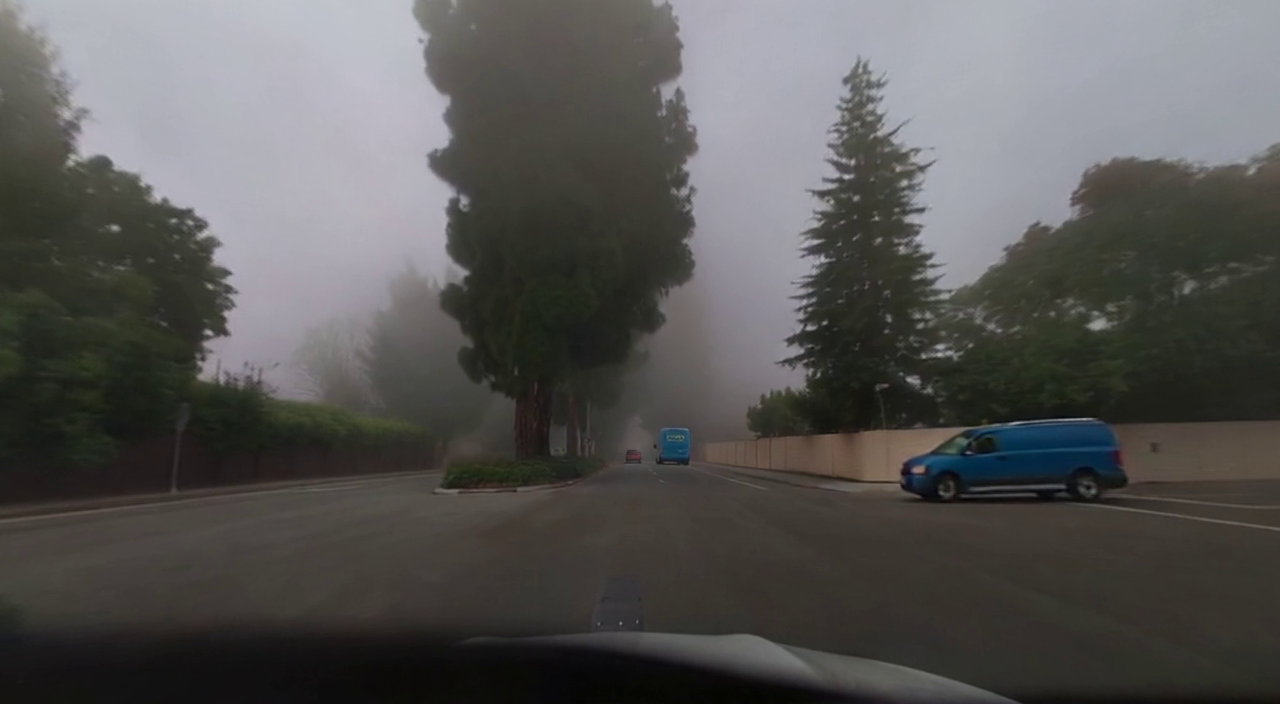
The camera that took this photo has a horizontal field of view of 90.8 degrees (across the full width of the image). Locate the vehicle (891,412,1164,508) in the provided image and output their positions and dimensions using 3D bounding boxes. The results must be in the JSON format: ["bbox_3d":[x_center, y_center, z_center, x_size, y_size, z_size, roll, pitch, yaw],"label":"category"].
[{"bbox_3d":[9.170,2.600,15.445,4.990,2.142,2.488,0,-8,1],"label":"vehicle"}]
